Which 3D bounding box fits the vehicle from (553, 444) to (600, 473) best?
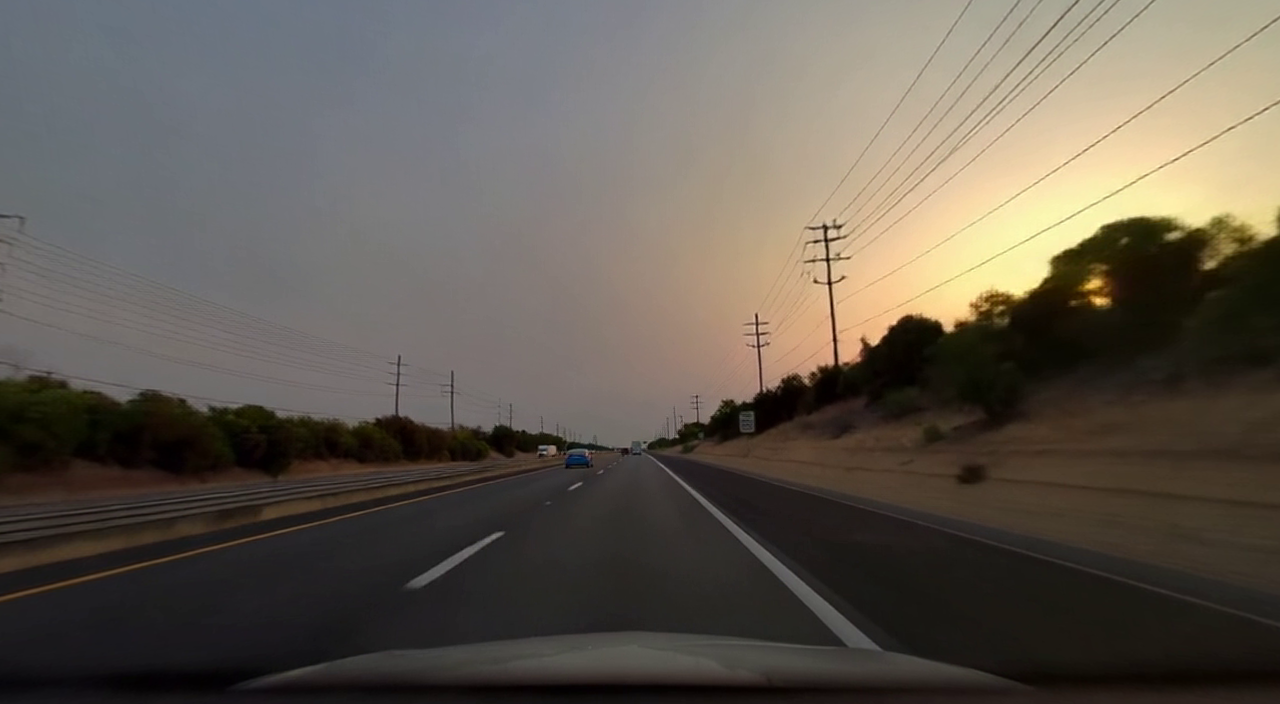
[{"bbox_3d":[-3.534,6.062,35.973,2.106,1.543,4.465,0,-9,1],"label":"vehicle"}]
